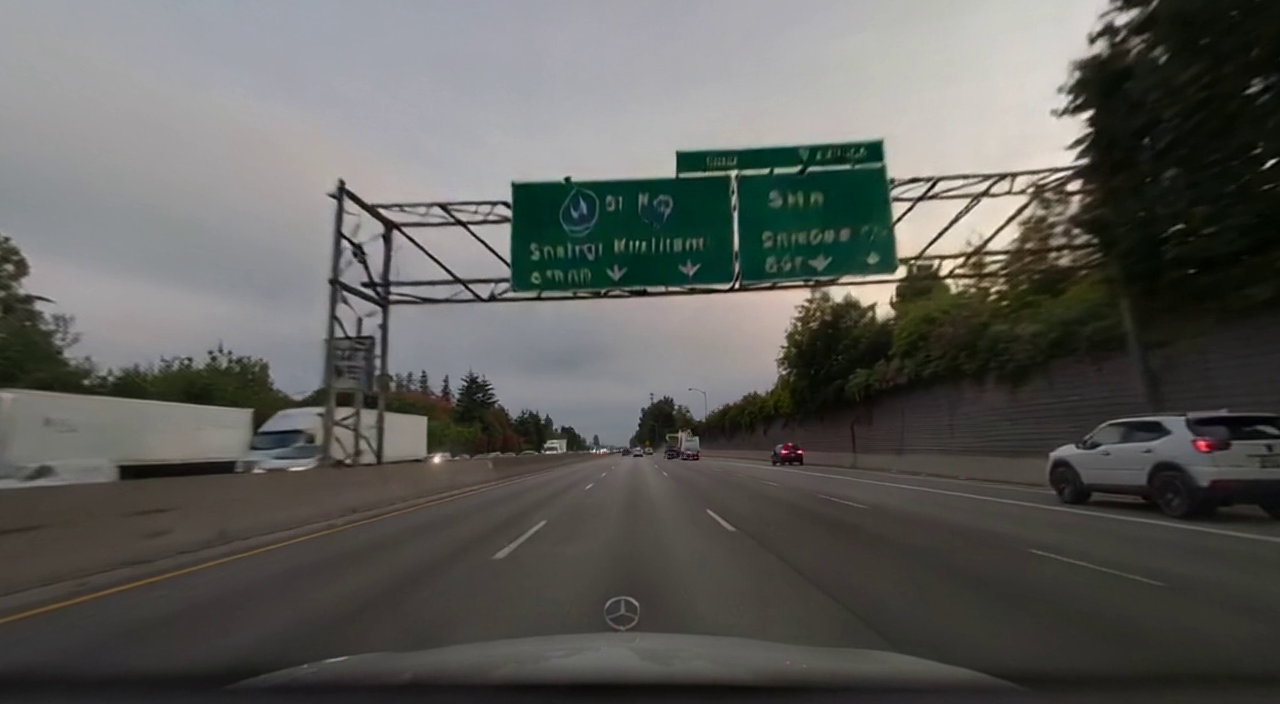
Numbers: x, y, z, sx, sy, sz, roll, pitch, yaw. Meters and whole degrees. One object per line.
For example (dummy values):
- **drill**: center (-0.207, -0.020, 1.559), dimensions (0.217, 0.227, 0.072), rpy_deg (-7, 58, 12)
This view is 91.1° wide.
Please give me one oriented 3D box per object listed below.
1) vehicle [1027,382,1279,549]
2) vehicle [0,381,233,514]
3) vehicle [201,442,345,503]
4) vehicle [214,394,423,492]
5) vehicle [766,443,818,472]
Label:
- **vehicle**: center (9.060, 1.741, 10.003), dimensions (2.184, 2.052, 5.650), rpy_deg (0, -9, 0)
- **vehicle**: center (-23.048, 3.900, 25.459), dimensions (3.273, 4.347, 15.906), rpy_deg (0, -9, -3)
- **vehicle**: center (-12.489, 4.106, 21.906), dimensions (2.018, 1.849, 4.922), rpy_deg (0, -9, 0)
- **vehicle**: center (-16.282, 5.036, 34.384), dimensions (3.520, 4.128, 15.275), rpy_deg (0, -9, -1)
- **vehicle**: center (9.295, 6.484, 38.894), dimensions (1.950, 1.632, 4.845), rpy_deg (0, -9, -1)
